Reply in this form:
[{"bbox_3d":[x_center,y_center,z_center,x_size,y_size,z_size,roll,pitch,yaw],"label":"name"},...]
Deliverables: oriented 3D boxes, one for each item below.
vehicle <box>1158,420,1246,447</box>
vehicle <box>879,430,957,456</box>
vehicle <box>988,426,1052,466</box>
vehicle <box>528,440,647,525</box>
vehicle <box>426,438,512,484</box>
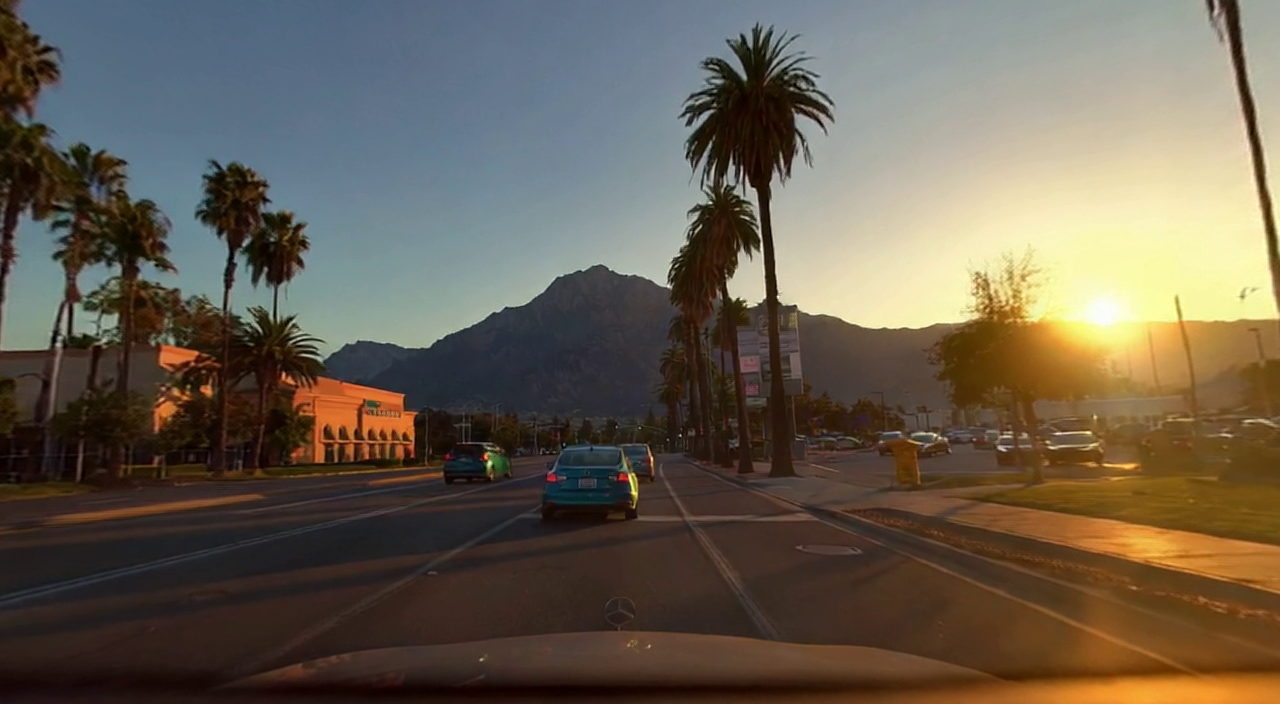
[{"bbox_3d":[38.329,5.573,43.141,4.321,1.578,1.958,-2,-8,-7],"label":"vehicle"},{"bbox_3d":[19.065,6.285,43.529,1.925,1.652,4.490,6,-10,-35],"label":"vehicle"},{"bbox_3d":[16.375,4.037,27.098,1.961,1.526,4.640,-6,-10,34],"label":"vehicle"},{"bbox_3d":[-0.996,2.577,13.017,2.067,1.459,3.886,0,-9,-2],"label":"vehicle"},{"bbox_3d":[-7.725,4.955,29.174,2.400,1.900,5.325,0,-9,1],"label":"vehicle"}]
